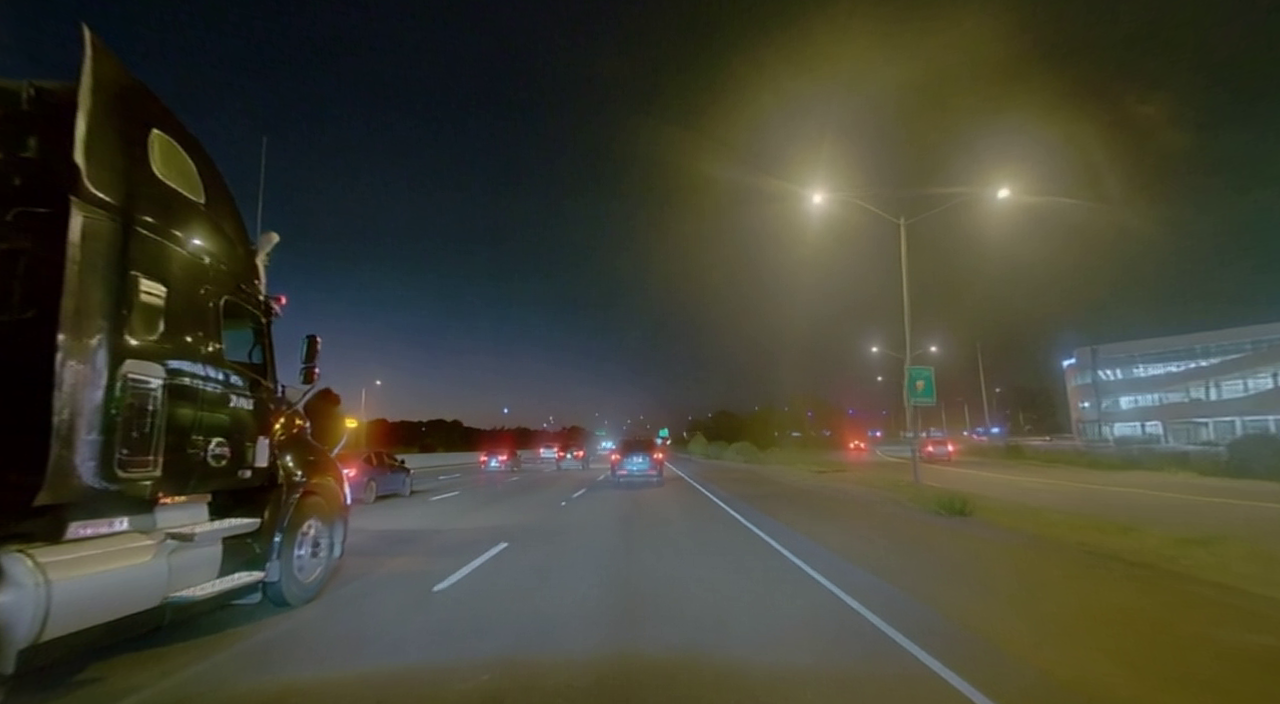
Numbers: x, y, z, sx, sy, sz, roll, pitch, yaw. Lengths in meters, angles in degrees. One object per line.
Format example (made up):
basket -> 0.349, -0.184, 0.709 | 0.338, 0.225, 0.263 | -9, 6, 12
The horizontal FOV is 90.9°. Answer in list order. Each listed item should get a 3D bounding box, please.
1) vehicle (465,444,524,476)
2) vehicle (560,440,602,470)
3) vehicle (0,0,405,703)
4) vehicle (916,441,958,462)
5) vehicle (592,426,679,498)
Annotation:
vehicle -> -7.167, 5.374, 31.570 | 1.869, 1.466, 4.217 | 0, -9, 1
vehicle -> -3.419, 6.085, 37.283 | 1.952, 1.649, 4.131 | 0, -9, 1
vehicle -> -3.894, -0.487, 1.478 | 2.990, 3.885, 8.540 | 0, -9, 3
vehicle -> 22.788, 7.663, 48.567 | 1.918, 1.472, 4.782 | -2, -9, 13
vehicle -> -0.086, 3.043, 17.728 | 2.152, 1.779, 3.924 | 0, -9, 1
